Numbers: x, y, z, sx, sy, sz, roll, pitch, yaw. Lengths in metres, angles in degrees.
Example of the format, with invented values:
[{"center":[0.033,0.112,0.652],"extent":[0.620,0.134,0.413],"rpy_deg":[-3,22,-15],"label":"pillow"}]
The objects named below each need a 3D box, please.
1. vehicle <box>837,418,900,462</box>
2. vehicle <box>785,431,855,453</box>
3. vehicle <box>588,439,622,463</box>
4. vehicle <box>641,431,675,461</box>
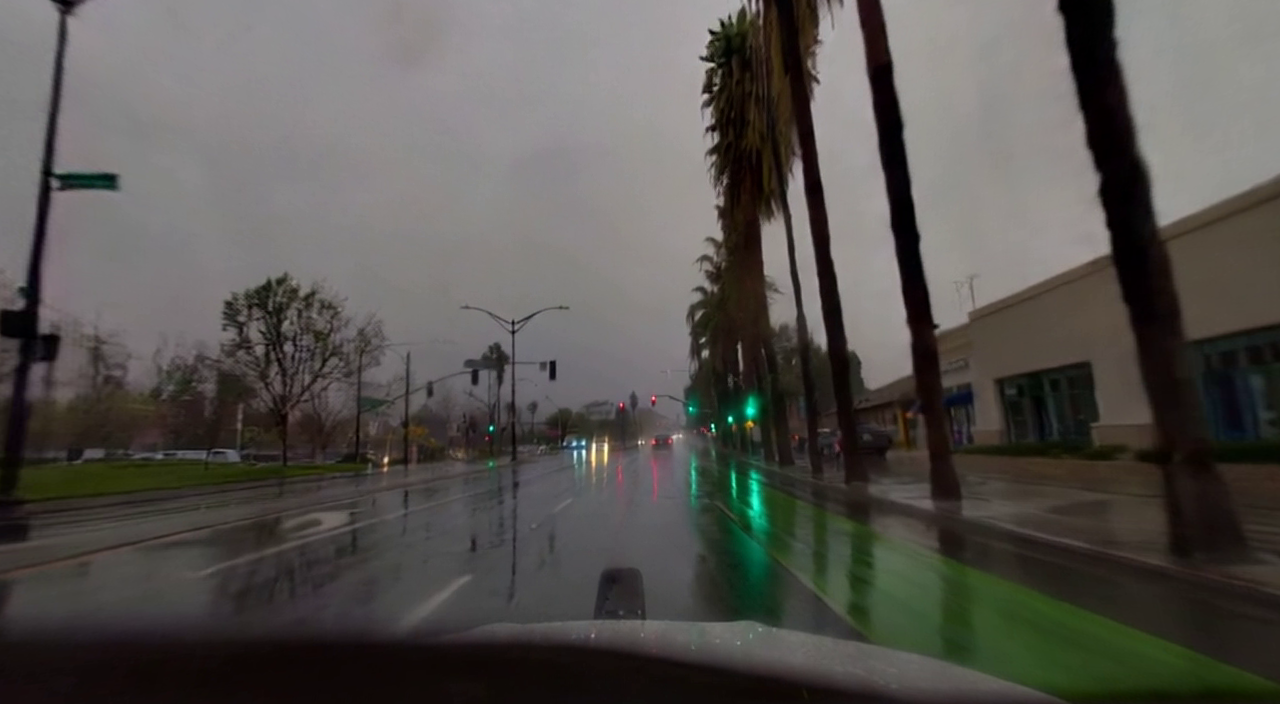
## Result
[{"center":[12.311,4.800,34.446],"extent":[1.996,2.172,5.298],"rpy_deg":[-1,-8,6],"label":"vehicle"},{"center":[13.737,6.897,48.395],"extent":[4.685,1.554,2.019],"rpy_deg":[-1,-8,2],"label":"vehicle"},{"center":[-2.313,6.682,42.718],"extent":[1.969,1.481,3.868],"rpy_deg":[-1,-8,2],"label":"vehicle"},{"center":[1.217,6.434,43.378],"extent":[2.206,1.922,4.262],"rpy_deg":[0,-8,1],"label":"vehicle"}]
